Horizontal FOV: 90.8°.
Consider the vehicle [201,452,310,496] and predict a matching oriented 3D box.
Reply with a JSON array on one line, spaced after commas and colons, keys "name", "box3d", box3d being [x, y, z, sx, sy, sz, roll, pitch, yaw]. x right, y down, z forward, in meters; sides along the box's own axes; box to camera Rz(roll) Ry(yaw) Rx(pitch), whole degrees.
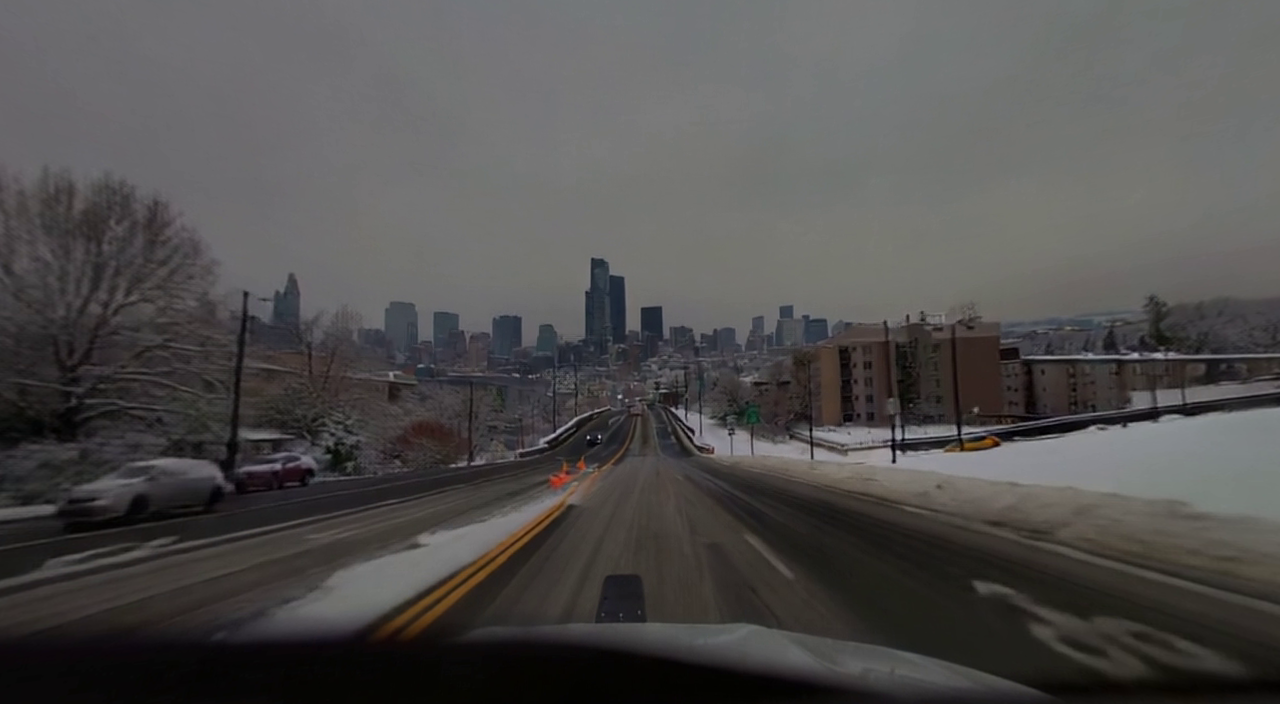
[{"name": "vehicle", "box3d": [-17.298, 5.468, 28.709, 1.992, 1.527, 4.540, -1, -6, 2]}]

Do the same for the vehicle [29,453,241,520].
[{"name": "vehicle", "box3d": [-13.098, 3.465, 16.873, 1.989, 1.461, 4.426, 0, -8, 0]}]
